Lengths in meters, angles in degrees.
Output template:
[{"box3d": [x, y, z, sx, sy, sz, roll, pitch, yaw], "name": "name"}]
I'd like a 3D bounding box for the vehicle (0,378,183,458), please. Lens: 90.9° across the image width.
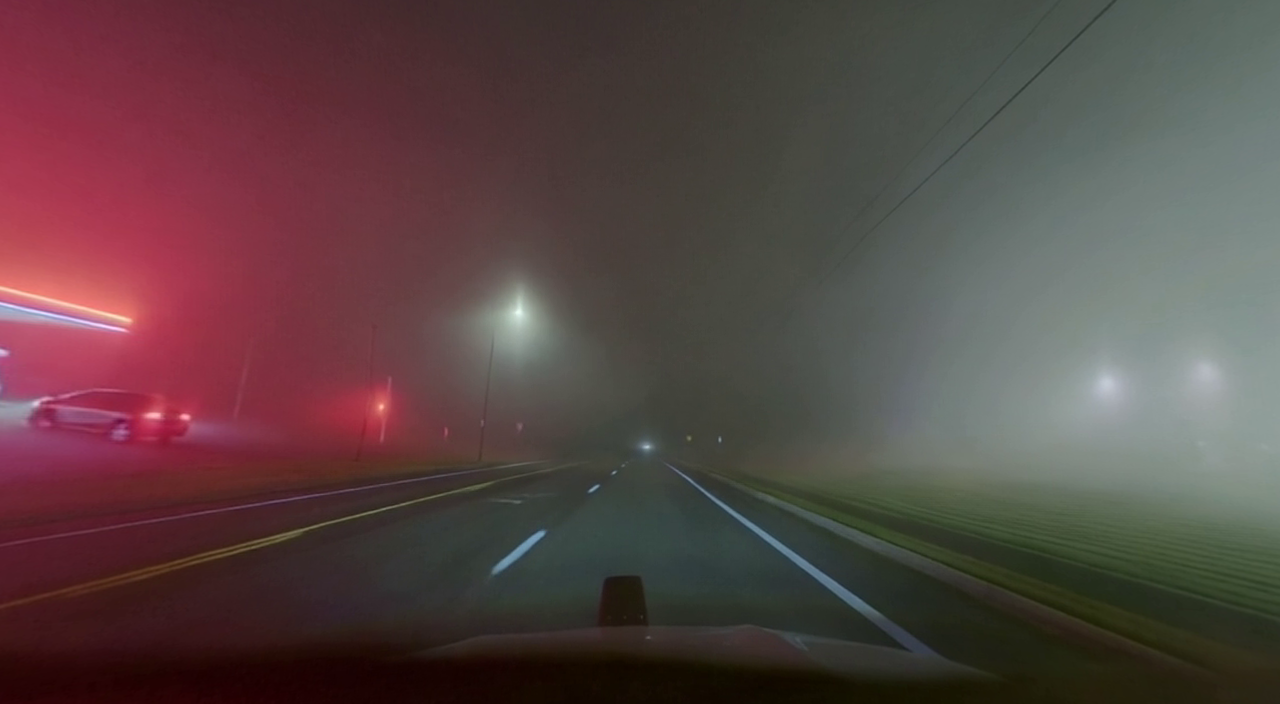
[{"box3d": [-22.752, 2.612, 25.610, 6.311, 2.571, 3.118, 3, -5, 12], "name": "vehicle"}]
